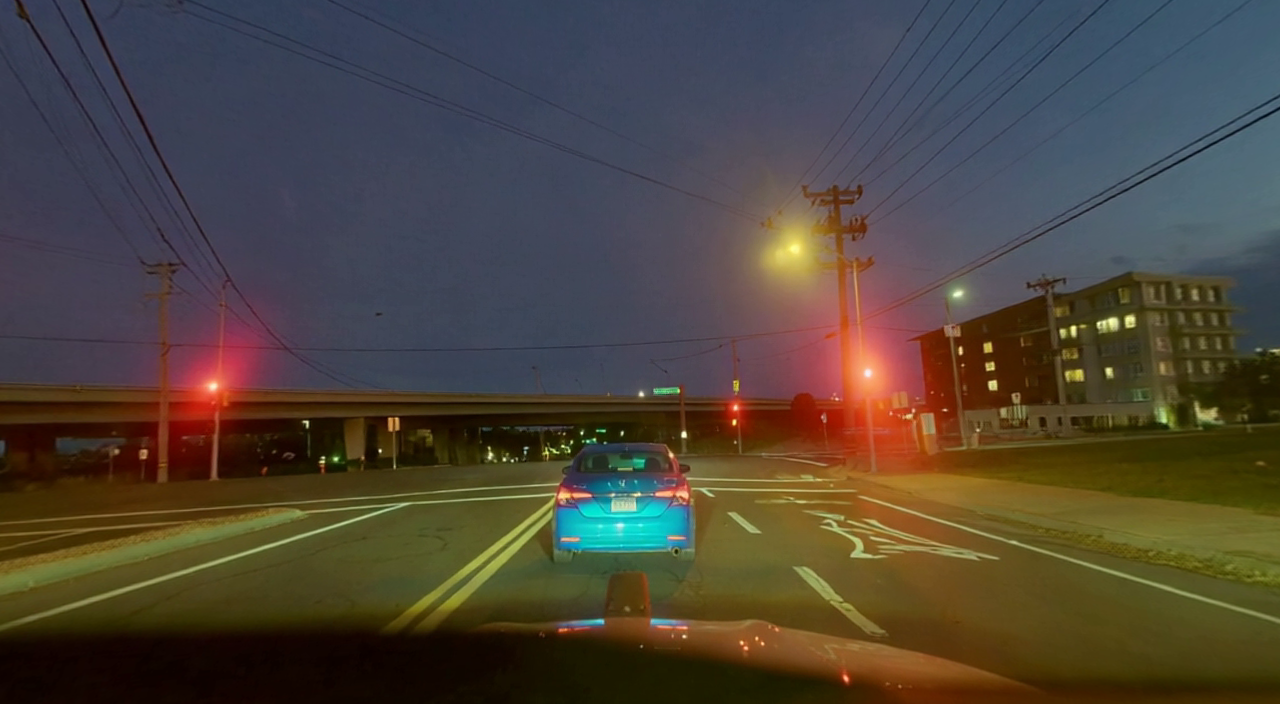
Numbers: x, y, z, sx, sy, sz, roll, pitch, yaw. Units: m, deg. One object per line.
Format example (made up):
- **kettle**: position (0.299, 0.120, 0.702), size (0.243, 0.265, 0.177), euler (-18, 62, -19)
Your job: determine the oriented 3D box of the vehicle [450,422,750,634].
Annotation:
- **vehicle**: position (-0.244, 1.534, 6.475), size (2.090, 1.458, 4.033), euler (-1, -9, 1)
